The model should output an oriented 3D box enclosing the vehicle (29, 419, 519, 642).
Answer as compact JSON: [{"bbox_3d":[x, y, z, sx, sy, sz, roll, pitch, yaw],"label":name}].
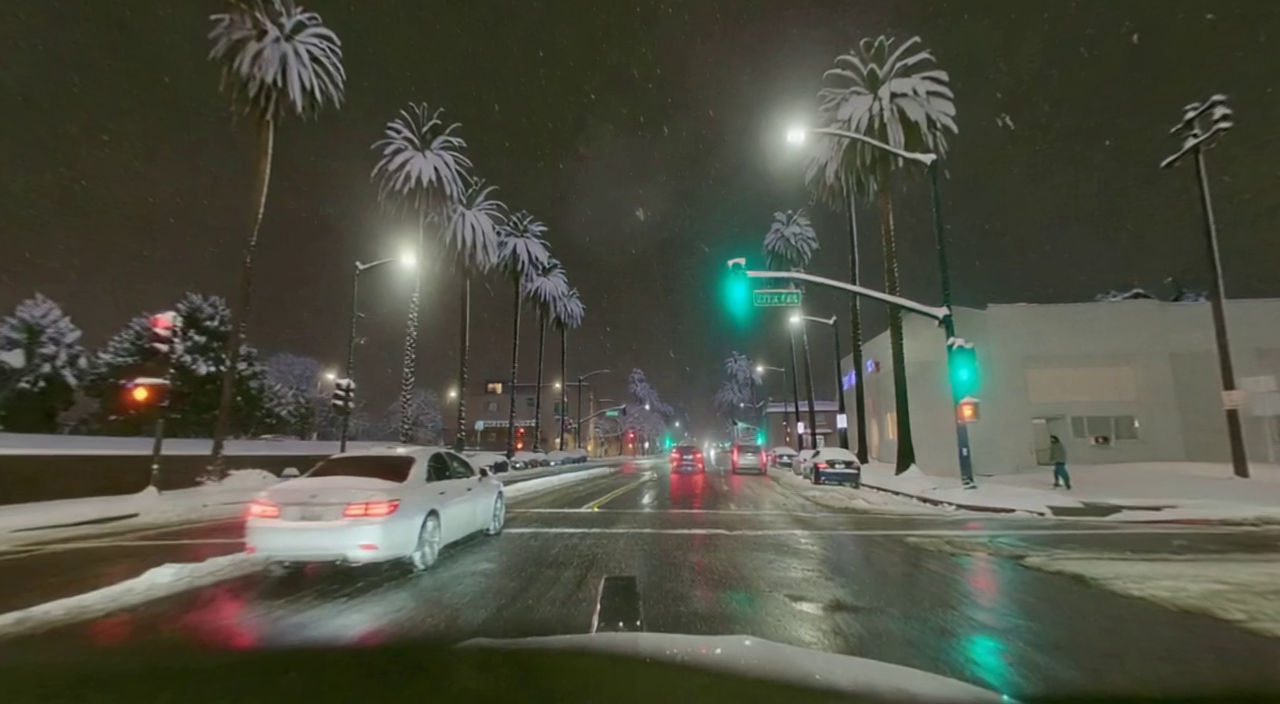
[{"bbox_3d":[-3.216,1.661,7.156,2.204,1.584,4.921,-1,-8,7],"label":"vehicle"}]

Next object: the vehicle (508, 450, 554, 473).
[{"bbox_3d":[-8.139,8.267,47.394,2.188,1.490,4.511,-4,-12,7],"label":"vehicle"}]

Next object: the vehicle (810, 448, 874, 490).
[{"bbox_3d":[8.421,4.868,26.695,1.914,1.560,4.278,-2,-8,9],"label":"vehicle"}]

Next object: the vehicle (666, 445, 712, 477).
[{"bbox_3d":[2.455,5.316,31.210,2.088,1.452,3.993,-1,-8,6],"label":"vehicle"}]

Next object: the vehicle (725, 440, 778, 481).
[{"bbox_3d":[5.072,4.980,29.294,2.003,1.702,4.288,-1,-8,5],"label":"vehicle"}]
